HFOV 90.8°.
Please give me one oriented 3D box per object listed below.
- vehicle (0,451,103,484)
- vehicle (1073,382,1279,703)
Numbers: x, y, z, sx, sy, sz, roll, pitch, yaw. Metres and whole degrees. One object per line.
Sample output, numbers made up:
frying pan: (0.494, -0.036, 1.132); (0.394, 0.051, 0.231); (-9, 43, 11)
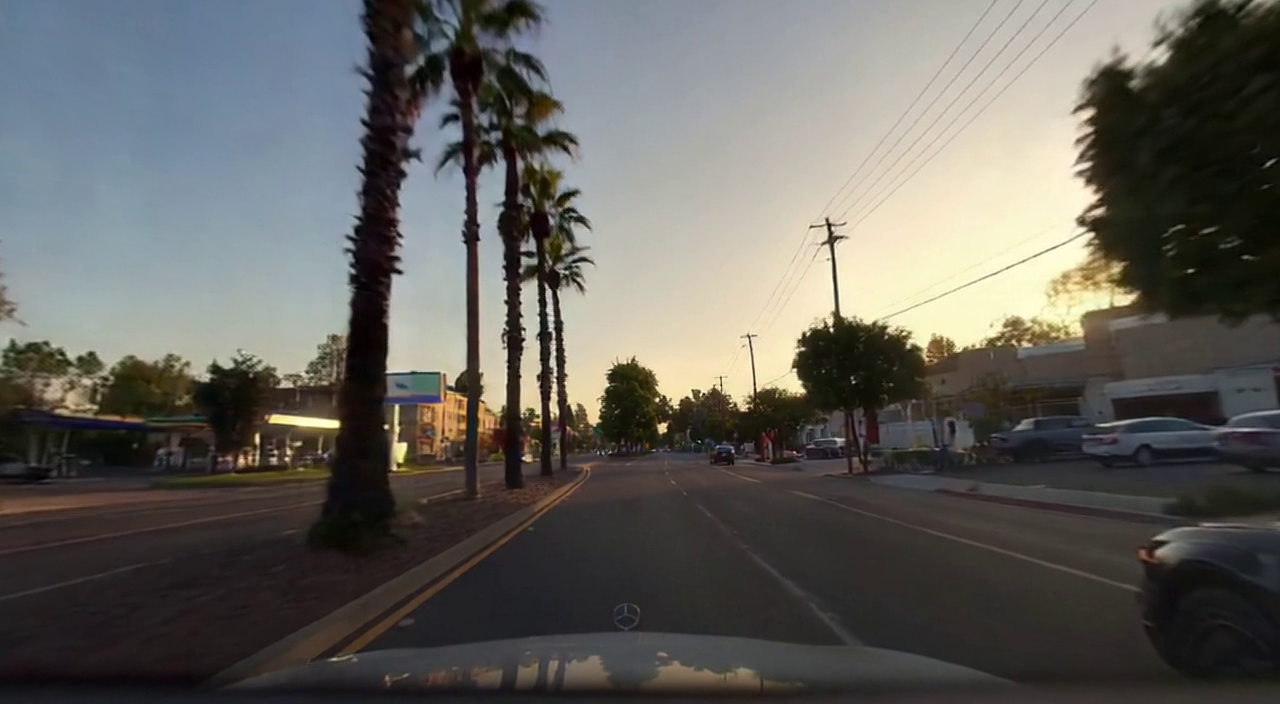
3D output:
vehicle: (-32.531, 6.262, 34.592); (1.886, 1.609, 4.563); (-1, -9, 6)
vehicle: (3.463, 0.686, 0.915); (2.075, 1.579, 5.101); (0, -9, 0)
